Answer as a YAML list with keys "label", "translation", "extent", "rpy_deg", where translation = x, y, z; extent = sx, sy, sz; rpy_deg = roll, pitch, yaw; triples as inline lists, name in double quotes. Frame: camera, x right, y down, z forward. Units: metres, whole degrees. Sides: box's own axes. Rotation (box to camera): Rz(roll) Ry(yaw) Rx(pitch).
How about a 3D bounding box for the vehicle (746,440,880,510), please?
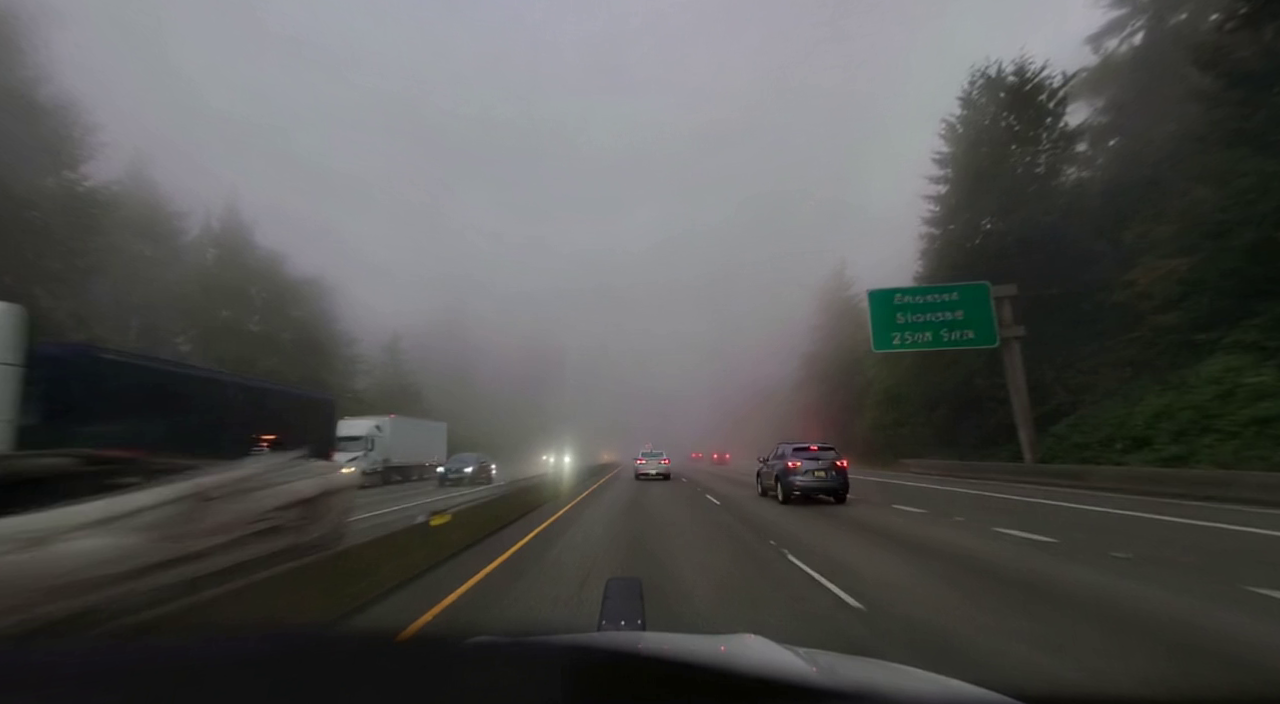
- label: "vehicle"
  translation: [4.044, 2.952, 15.614]
  extent: [2.029, 1.475, 4.279]
  rpy_deg: [0, -9, -1]

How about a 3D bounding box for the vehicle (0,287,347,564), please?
- label: "vehicle"
  translation: [-11.732, 1.813, 14.118]
  extent: [3.263, 4.326, 14.657]
  rpy_deg: [0, -9, 0]

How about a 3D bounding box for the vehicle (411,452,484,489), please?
- label: "vehicle"
  translation: [-8.569, 5.291, 28.470]
  extent: [1.985, 1.458, 4.230]
  rpy_deg: [0, -9, 0]

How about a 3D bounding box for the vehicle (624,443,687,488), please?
- label: "vehicle"
  translation: [0.539, 4.251, 23.846]
  extent: [2.177, 1.520, 4.278]
  rpy_deg: [0, -9, 0]
